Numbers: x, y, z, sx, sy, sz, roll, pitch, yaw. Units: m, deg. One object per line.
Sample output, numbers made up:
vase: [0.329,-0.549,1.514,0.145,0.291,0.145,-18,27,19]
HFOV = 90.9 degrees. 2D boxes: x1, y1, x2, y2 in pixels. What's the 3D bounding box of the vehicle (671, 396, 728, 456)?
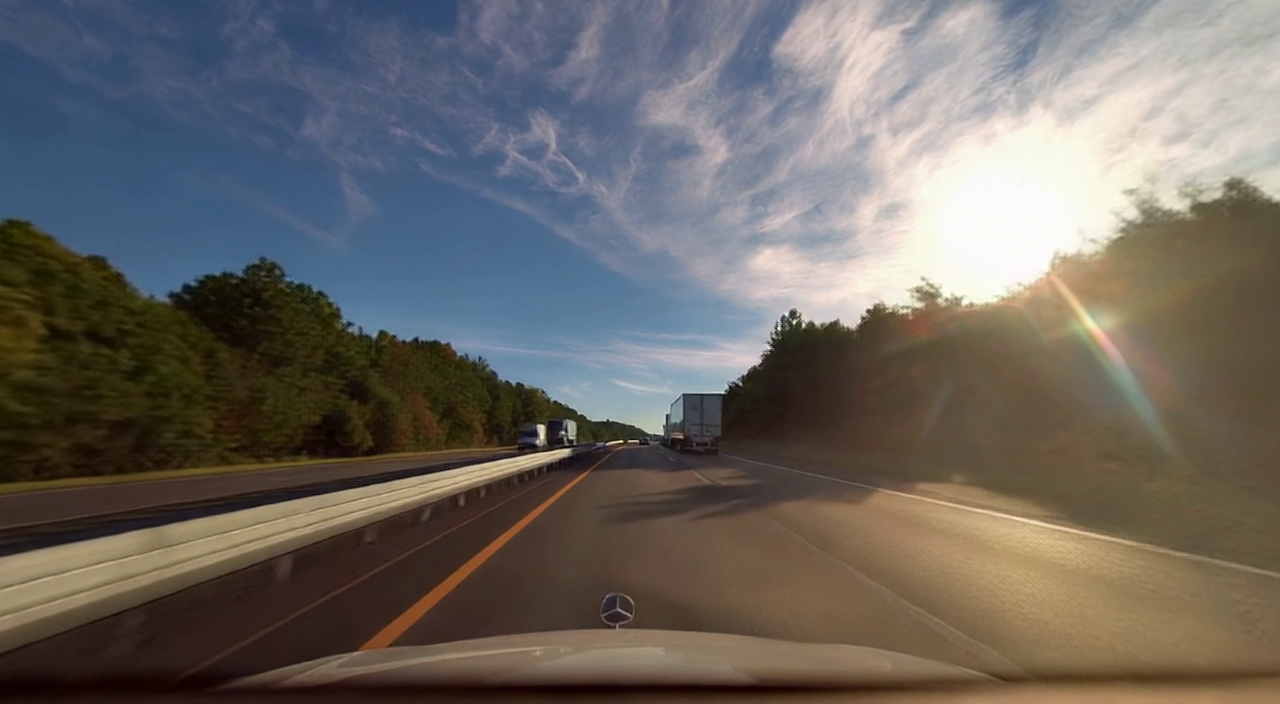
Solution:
vehicle: [4.315,5.871,49.110,2.951,4.007,13.976,0,-8,0]
